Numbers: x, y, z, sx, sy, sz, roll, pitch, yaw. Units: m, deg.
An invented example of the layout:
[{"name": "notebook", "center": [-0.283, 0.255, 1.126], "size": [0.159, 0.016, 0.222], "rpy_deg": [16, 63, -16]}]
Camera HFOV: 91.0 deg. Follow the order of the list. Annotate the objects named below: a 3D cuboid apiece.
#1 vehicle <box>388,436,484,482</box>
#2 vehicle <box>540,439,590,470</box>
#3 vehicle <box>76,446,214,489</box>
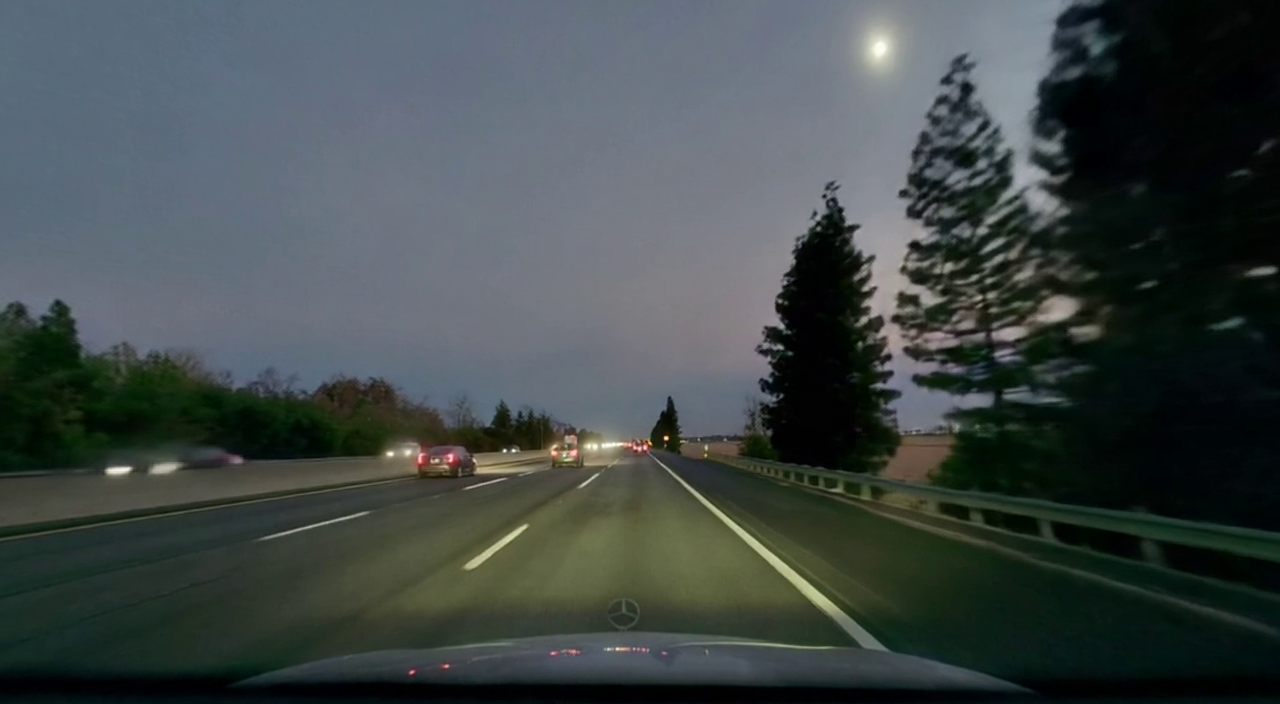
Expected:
[{"name": "vehicle", "center": [-7.580, 4.020, 23.928], "size": [2.034, 1.523, 4.627], "rpy_deg": [0, -9, 1]}, {"name": "vehicle", "center": [-4.044, 5.639, 34.802], "size": [2.083, 1.588, 4.801], "rpy_deg": [0, -9, 1]}, {"name": "vehicle", "center": [-18.948, 4.400, 24.391], "size": [1.870, 1.518, 4.168], "rpy_deg": [0, -9, 1]}]
